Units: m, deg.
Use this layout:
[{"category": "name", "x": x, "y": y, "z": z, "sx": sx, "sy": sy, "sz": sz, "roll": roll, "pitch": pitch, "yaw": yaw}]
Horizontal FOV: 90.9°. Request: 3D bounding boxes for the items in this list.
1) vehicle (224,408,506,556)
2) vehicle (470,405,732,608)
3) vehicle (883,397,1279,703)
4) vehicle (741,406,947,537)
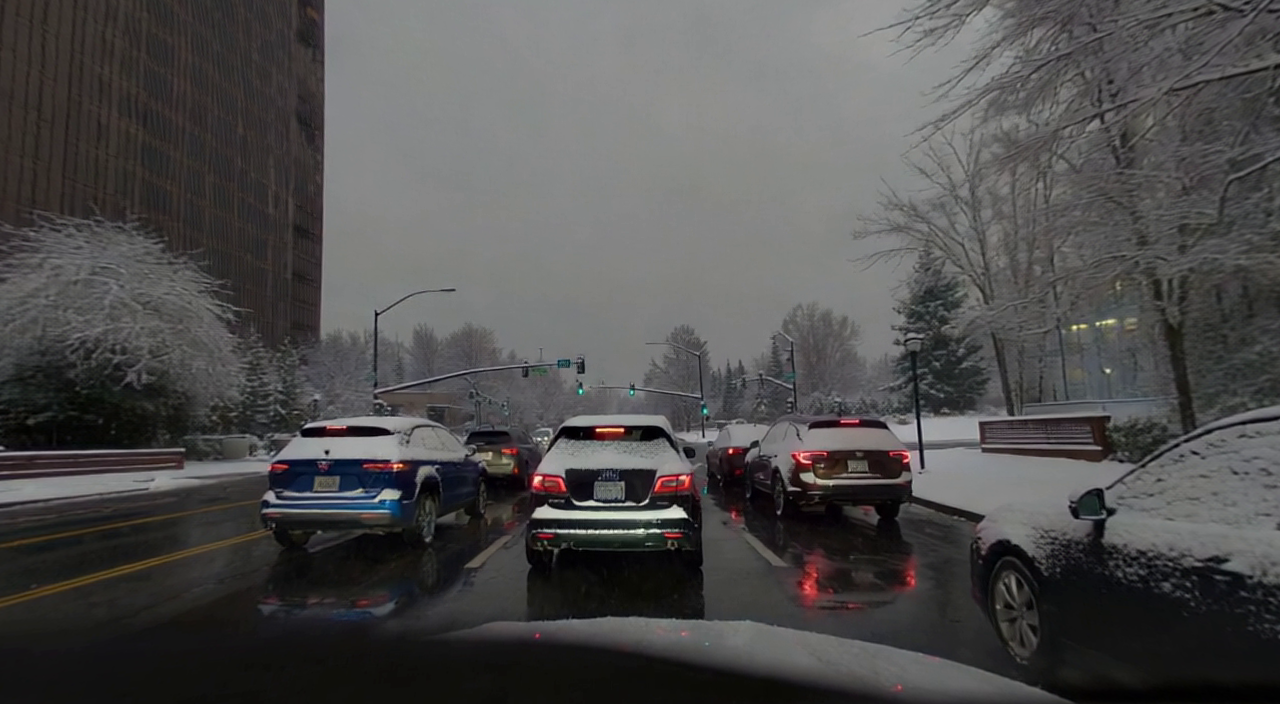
[{"category": "vehicle", "x": -3.763, "y": 1.886, "z": 9.889, "sx": 2.141, "sy": 1.718, "sz": 4.809, "roll": 0, "pitch": -8, "yaw": 1}, {"category": "vehicle", "x": -0.362, "y": 1.583, "z": 7.420, "sx": 2.114, "sy": 1.631, "sz": 4.459, "roll": 0, "pitch": -8, "yaw": -1}, {"category": "vehicle", "x": 3.235, "y": 1.069, "z": 3.374, "sx": 2.045, "sy": 1.459, "sz": 4.462, "roll": 0, "pitch": -8, "yaw": -1}, {"category": "vehicle", "x": 3.335, "y": 2.080, "z": 11.541, "sx": 2.117, "sy": 1.879, "sz": 4.715, "roll": 0, "pitch": -8, "yaw": -1}]
